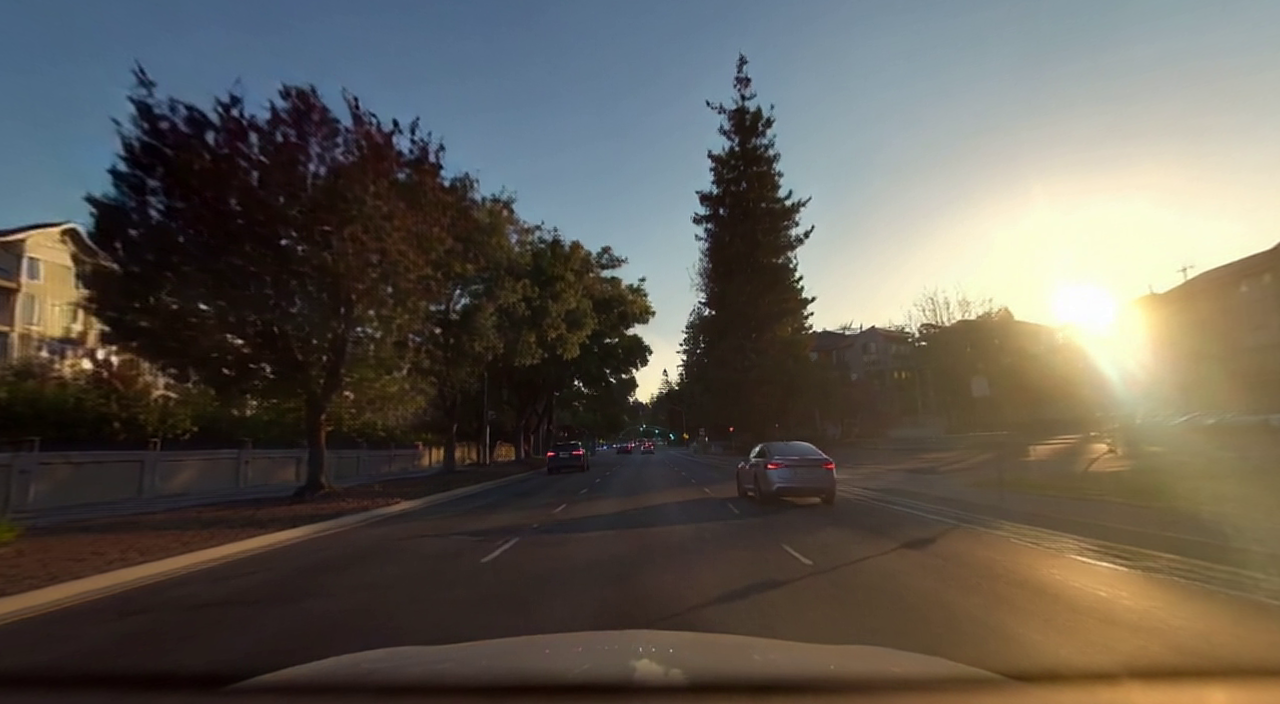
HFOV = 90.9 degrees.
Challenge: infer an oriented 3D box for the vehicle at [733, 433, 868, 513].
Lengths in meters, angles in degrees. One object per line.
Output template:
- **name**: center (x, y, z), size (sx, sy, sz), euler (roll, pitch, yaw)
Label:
- **vehicle**: center (3.420, 2.663, 14.373), size (1.945, 1.530, 4.320), euler (0, -8, 0)

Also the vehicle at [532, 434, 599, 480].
- **vehicle**: center (-3.154, 4.572, 27.725), size (2.216, 1.828, 4.886), euler (0, -8, 2)
